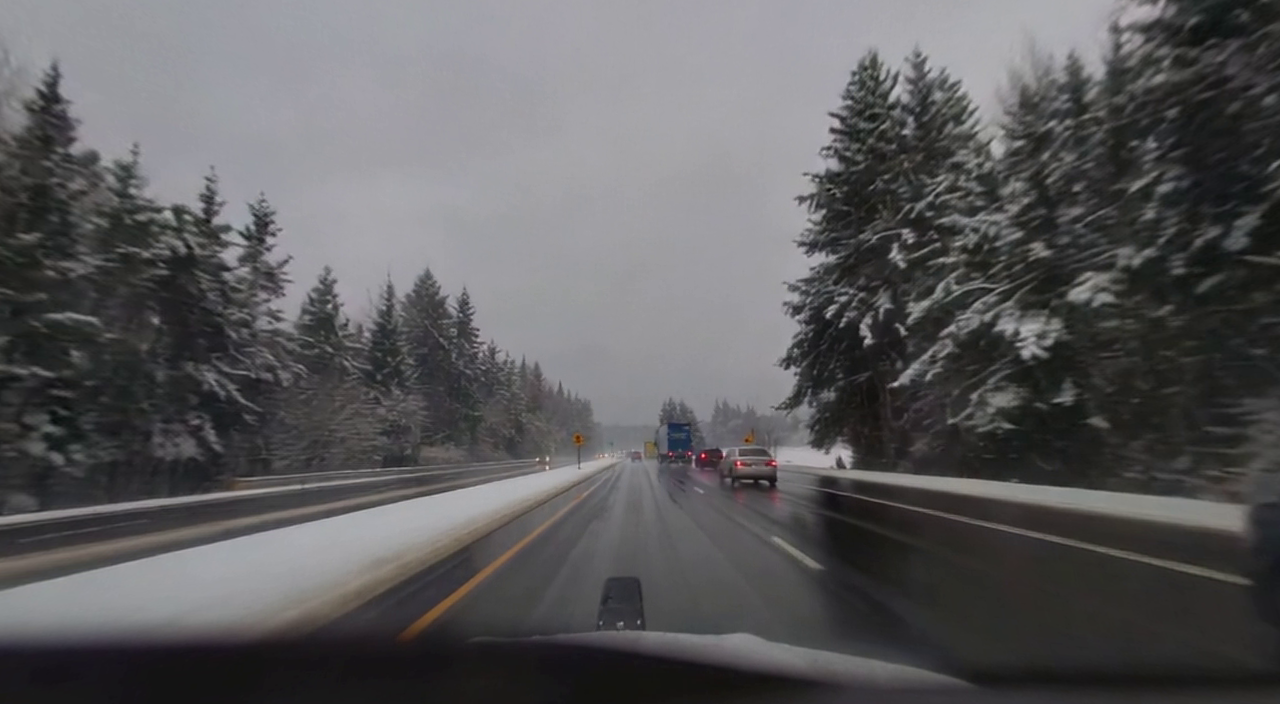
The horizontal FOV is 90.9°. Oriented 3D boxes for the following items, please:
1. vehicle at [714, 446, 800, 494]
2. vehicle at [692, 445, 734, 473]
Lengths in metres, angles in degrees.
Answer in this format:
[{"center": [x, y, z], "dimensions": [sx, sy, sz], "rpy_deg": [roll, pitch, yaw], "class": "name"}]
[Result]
[{"center": [3.961, 4.076, 22.177], "dimensions": [2.031, 1.491, 4.883], "rpy_deg": [0, -9, -1], "class": "vehicle"}, {"center": [4.736, 7.022, 41.468], "dimensions": [2.118, 1.688, 4.715], "rpy_deg": [0, -9, -1], "class": "vehicle"}]
